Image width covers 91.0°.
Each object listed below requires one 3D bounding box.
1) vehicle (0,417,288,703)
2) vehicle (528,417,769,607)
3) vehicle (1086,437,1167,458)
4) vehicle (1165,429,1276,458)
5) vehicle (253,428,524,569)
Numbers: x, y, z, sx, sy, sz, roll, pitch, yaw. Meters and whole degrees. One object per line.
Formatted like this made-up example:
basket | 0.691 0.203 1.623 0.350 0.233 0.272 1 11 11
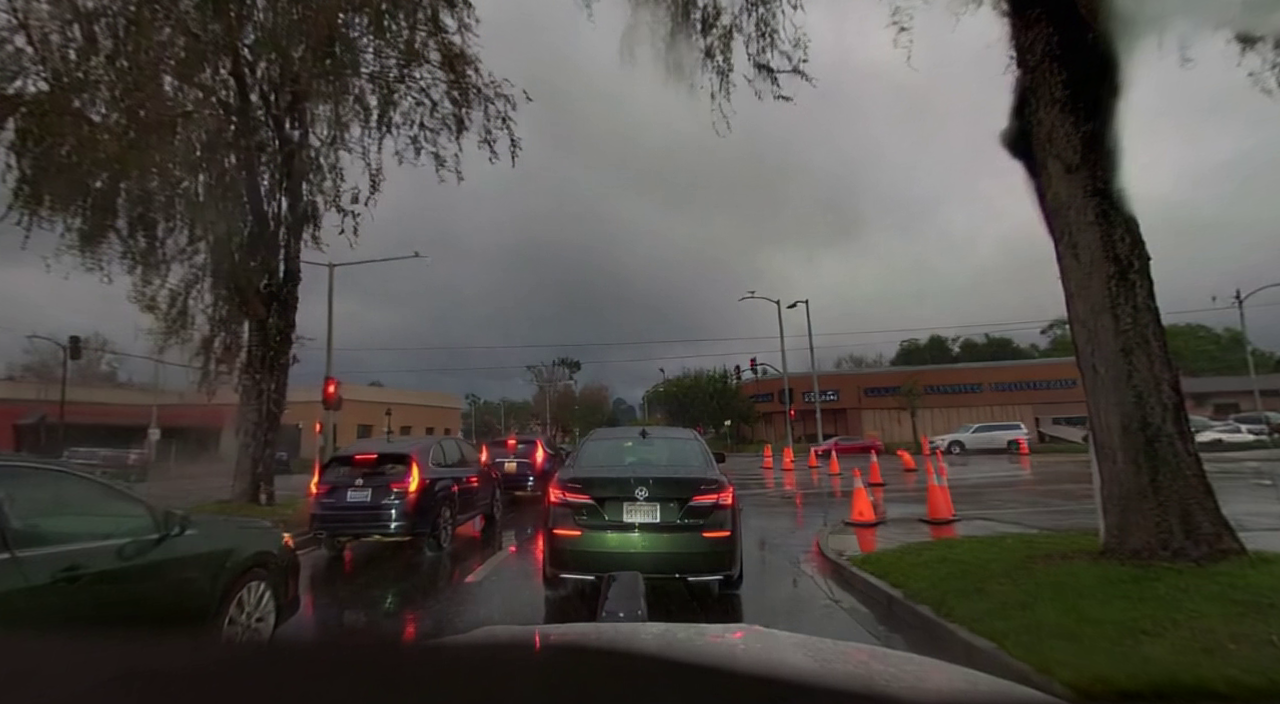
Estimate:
vehicle | -3.593 0.947 2.144 1.964 1.497 4.722 0 -9 1
vehicle | 0.116 1.627 7.207 2.021 1.560 3.676 0 -9 1
vehicle | 36.438 7.170 47.196 4.581 1.480 1.752 1 -9 0
vehicle | 37.529 5.914 40.816 5.043 1.759 2.085 0 -9 1
vehicle | -3.268 1.998 9.439 1.989 1.541 4.626 0 -9 2
